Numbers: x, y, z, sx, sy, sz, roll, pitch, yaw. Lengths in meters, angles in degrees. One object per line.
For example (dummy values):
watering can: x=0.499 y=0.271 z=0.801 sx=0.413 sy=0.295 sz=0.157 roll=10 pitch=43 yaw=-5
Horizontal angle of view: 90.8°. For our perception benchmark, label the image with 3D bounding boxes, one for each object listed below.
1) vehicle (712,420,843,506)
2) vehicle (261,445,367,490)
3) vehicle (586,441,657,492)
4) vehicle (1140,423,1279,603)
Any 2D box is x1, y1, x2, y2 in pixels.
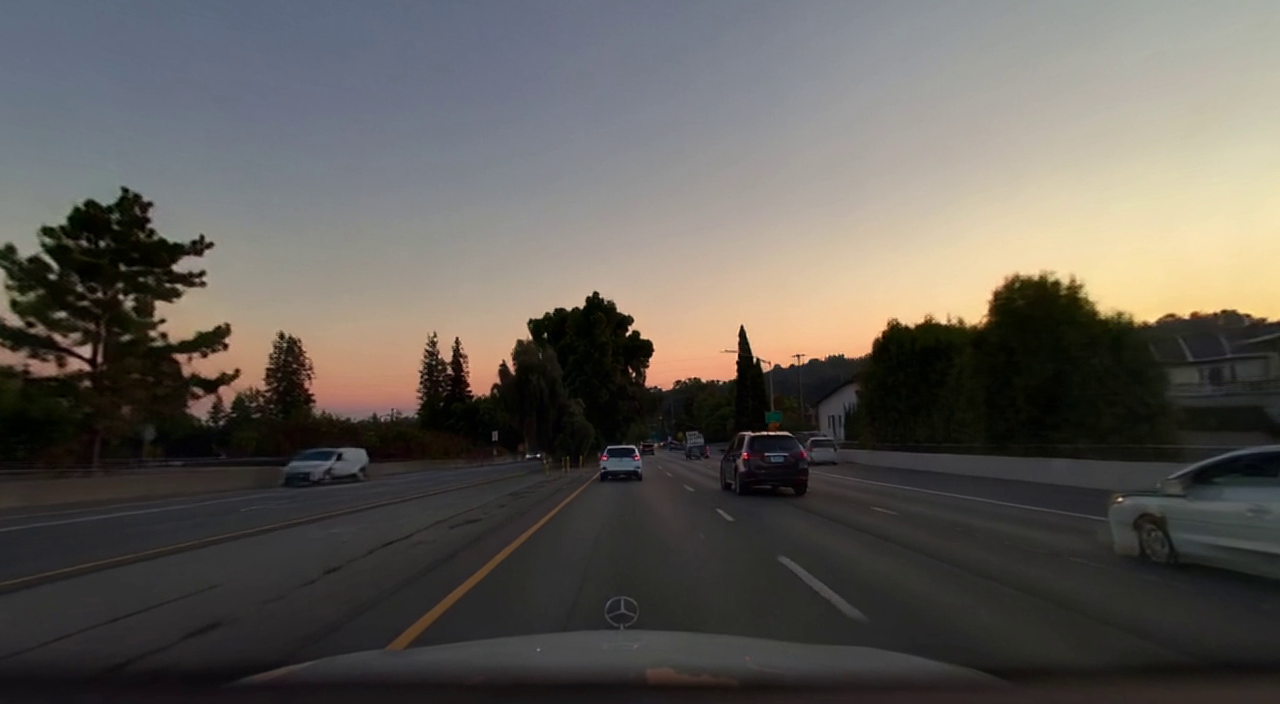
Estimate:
vehicle: x=3.266 y=2.765 z=16.149 sx=2.186 sy=1.842 sz=4.553 roll=0 pitch=-8 yaw=-2
vehicle: x=-14.533 y=5.139 z=28.582 sx=2.178 sy=1.793 sz=4.921 roll=0 pitch=-8 yaw=0
vehicle: x=-0.553 y=3.606 z=20.266 sx=2.040 sy=1.451 sz=3.736 roll=0 pitch=-8 yaw=0
vehicle: x=6.505 y=1.177 z=4.219 sx=2.434 sy=1.467 sz=4.726 roll=0 pitch=-8 yaw=-1
